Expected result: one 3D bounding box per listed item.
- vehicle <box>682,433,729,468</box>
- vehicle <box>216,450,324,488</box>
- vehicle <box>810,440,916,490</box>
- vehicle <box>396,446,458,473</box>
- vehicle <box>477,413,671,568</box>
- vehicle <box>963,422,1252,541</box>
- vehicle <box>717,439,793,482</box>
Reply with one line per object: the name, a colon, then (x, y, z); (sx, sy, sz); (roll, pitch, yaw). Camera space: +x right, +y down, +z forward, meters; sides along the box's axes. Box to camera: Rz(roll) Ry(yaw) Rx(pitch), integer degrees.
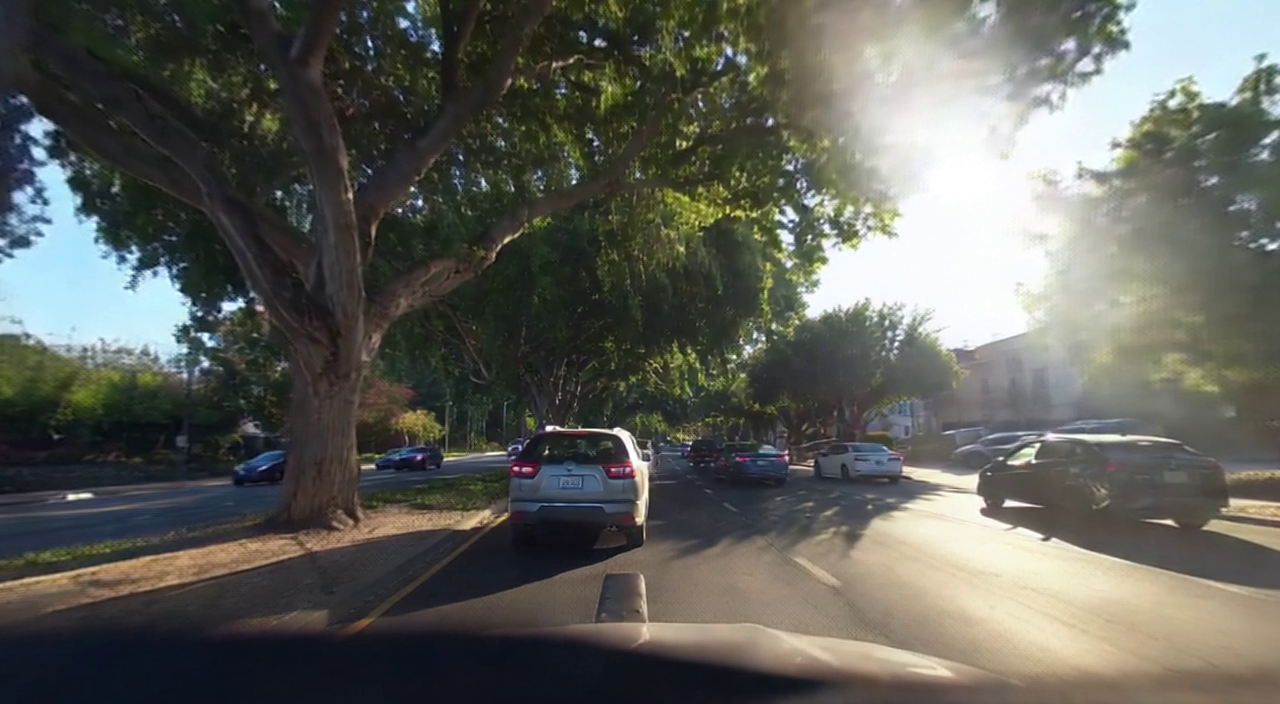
vehicle: (3.687, 5.680, 36.475); (2.114, 1.846, 4.659); (0, -8, -1)
vehicle: (-15.848, 4.998, 27.389); (1.900, 1.467, 4.609); (0, -8, 0)
vehicle: (7.276, 3.699, 21.103); (1.977, 1.485, 4.308); (0, -8, 0)
vehicle: (-12.150, 6.153, 36.356); (1.981, 1.463, 4.395); (0, -8, 1)
vehicle: (-0.872, 1.786, 8.842); (2.106, 1.655, 3.717); (1, -8, -5)
vehicle: (7.974, 2.220, 11.481); (2.168, 1.709, 4.289); (-1, -8, 5)
vehicle: (4.257, 4.086, 24.193); (2.175, 1.477, 4.520); (0, -8, 2)
